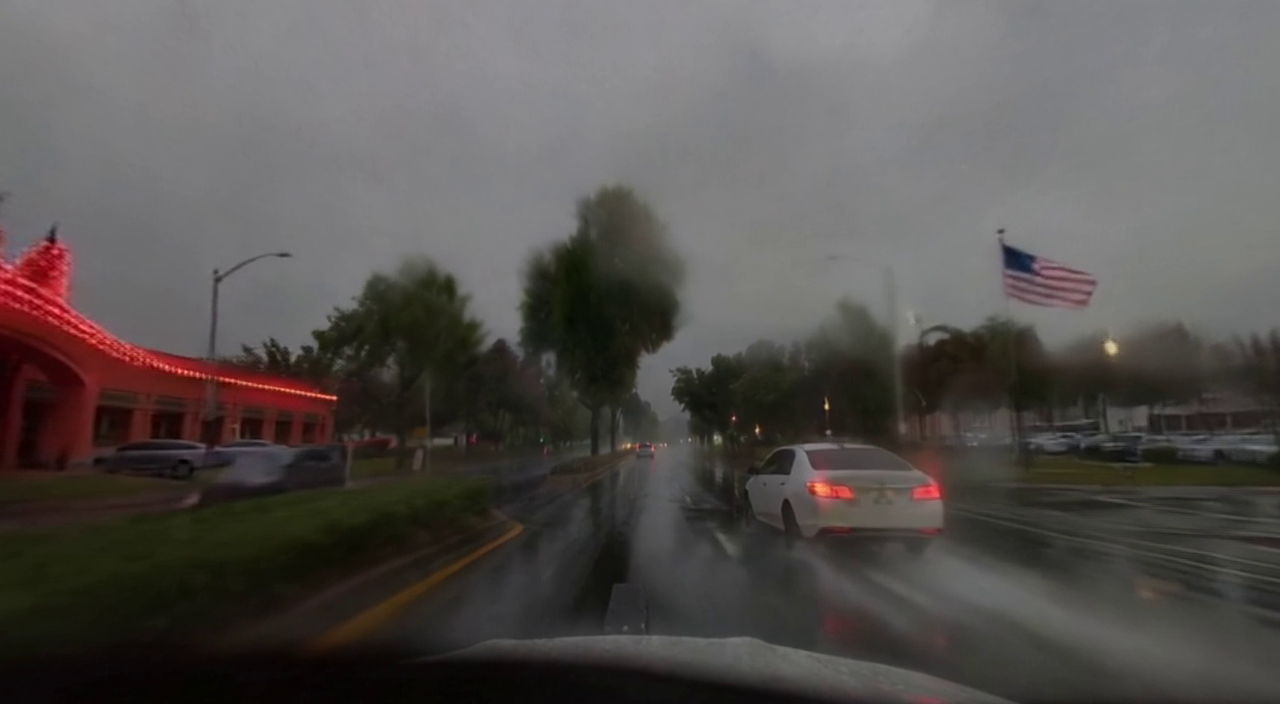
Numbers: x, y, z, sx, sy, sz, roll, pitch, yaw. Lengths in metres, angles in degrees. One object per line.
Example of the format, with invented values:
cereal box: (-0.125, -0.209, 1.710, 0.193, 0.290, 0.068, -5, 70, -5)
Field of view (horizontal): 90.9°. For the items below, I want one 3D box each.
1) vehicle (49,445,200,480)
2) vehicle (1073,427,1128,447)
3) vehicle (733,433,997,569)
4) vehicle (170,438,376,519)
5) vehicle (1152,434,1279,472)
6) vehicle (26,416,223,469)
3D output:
vehicle: (-23.213, 4.983, 28.535, 4.980, 1.521, 2.089, 0, -9, 0)
vehicle: (35.544, 6.617, 48.768, 1.793, 1.488, 4.488, -2, -9, 14)
vehicle: (2.846, 2.009, 9.372, 2.091, 1.472, 4.697, 0, -9, -1)
vehicle: (-7.846, 2.715, 14.091, 1.904, 1.501, 4.313, 0, -9, 2)
vehicle: (23.451, 4.080, 25.555, 1.847, 1.411, 4.481, -1, -9, 4)
vehicle: (-35.121, 6.197, 43.251, 10.503, 3.405, 3.038, 0, -9, -2)
